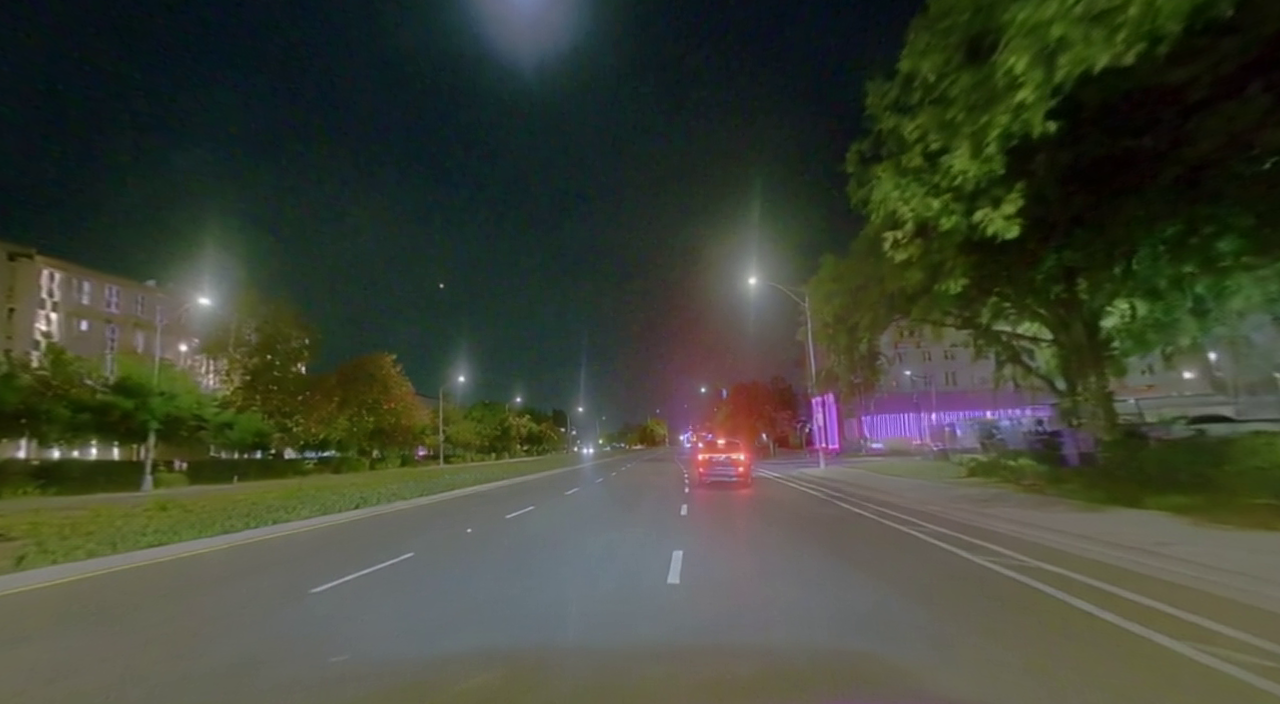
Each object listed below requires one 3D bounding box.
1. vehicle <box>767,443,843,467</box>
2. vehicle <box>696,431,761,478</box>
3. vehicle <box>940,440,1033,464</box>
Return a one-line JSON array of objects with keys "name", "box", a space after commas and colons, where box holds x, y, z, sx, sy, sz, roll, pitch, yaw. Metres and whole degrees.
[{"name": "vehicle", "box": [10.889, 6.805, 41.849, 4.733, 1.499, 2.000, -3, -9, 14]}, {"name": "vehicle", "box": [4.318, 4.829, 29.946, 2.477, 1.991, 5.157, -2, -9, 14]}, {"name": "vehicle", "box": [21.870, 6.353, 40.045, 4.698, 1.465, 1.914, -1, -9, 7]}]
